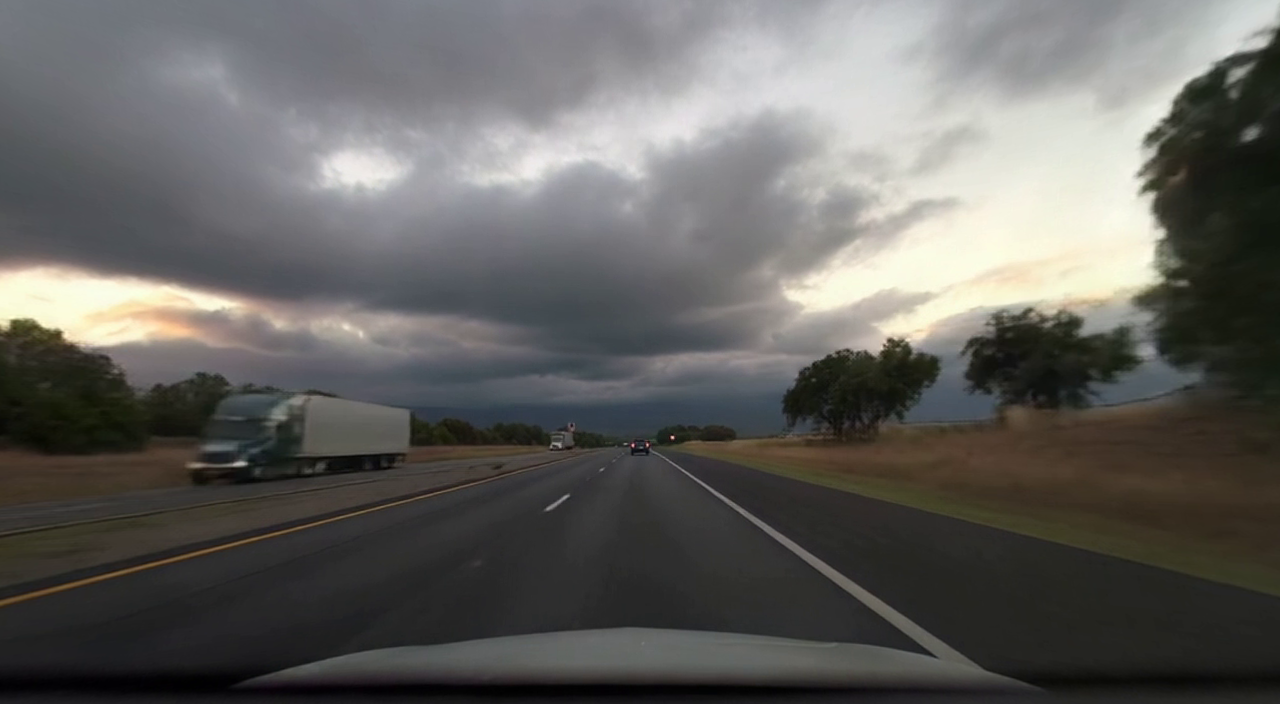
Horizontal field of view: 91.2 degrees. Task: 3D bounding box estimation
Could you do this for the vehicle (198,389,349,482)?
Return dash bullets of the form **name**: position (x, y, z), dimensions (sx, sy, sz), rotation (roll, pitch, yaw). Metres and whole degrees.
- **vehicle**: position (-16.622, 3.861, 29.130), dimensions (2.977, 3.808, 6.217), rotation (0, -8, 1)
